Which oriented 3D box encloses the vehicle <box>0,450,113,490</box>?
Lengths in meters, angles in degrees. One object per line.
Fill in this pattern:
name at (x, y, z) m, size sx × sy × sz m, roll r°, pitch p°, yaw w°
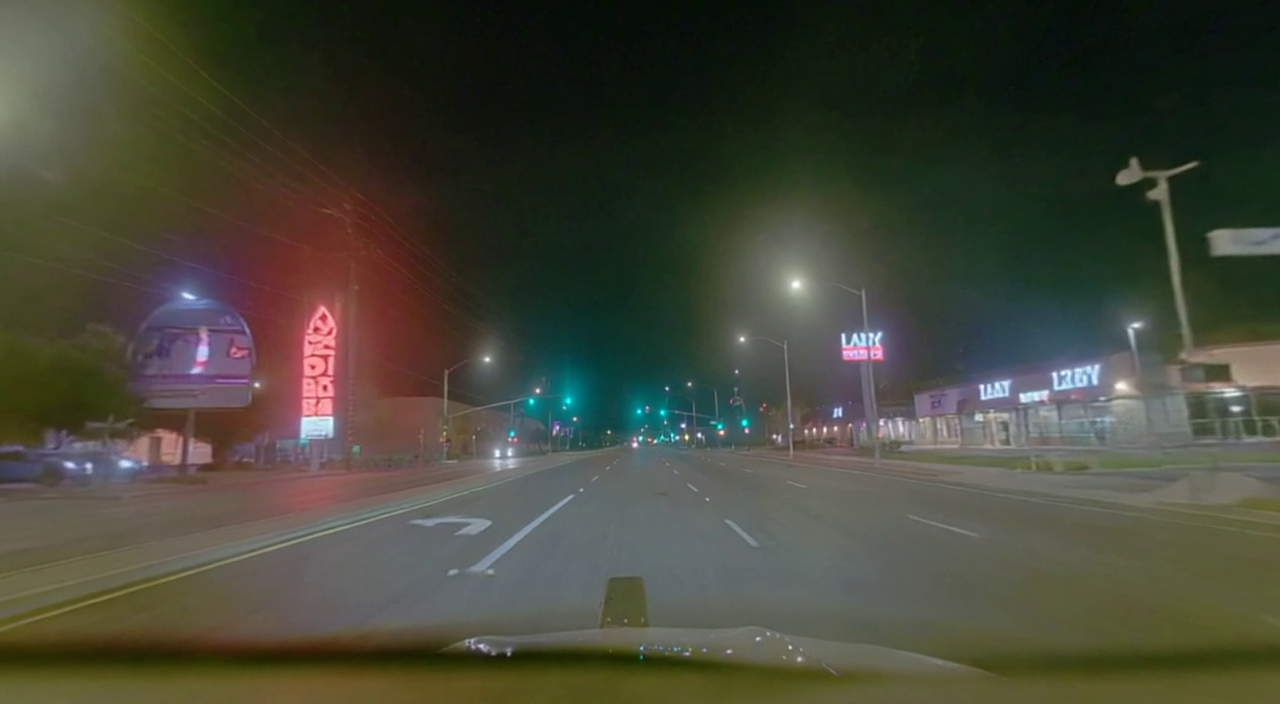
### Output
vehicle at (-30.868, 5.799, 31.199) m, size 7.039 × 1.891 × 2.550 m, roll 0°, pitch -9°, yaw -2°
